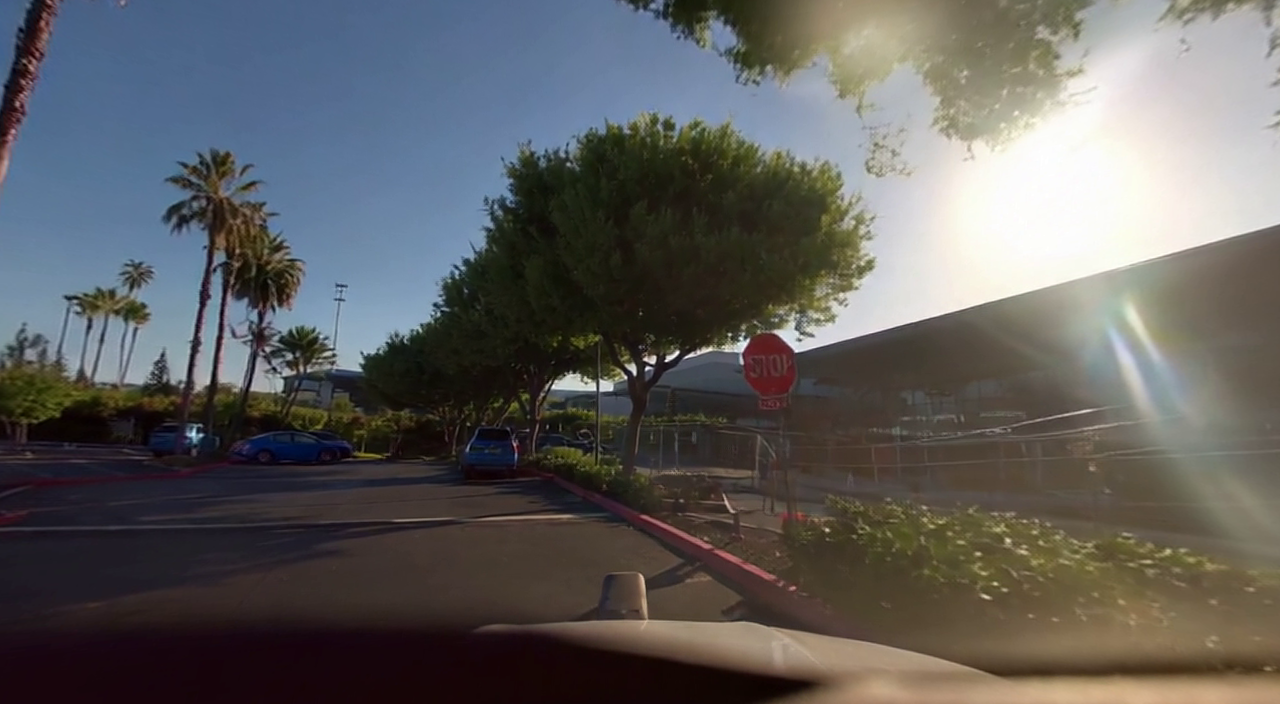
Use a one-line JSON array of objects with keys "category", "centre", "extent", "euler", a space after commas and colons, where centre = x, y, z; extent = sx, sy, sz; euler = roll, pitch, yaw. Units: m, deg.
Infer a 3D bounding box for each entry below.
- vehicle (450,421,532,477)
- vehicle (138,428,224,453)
[{"category": "vehicle", "centre": [-5.299, 3.374, 22.077], "extent": [2.071, 1.700, 4.367], "euler": [3, -9, -22]}, {"category": "vehicle", "centre": [-30.732, 5.949, 42.423], "extent": [4.457, 1.552, 1.748], "euler": [6, -10, -35]}]
